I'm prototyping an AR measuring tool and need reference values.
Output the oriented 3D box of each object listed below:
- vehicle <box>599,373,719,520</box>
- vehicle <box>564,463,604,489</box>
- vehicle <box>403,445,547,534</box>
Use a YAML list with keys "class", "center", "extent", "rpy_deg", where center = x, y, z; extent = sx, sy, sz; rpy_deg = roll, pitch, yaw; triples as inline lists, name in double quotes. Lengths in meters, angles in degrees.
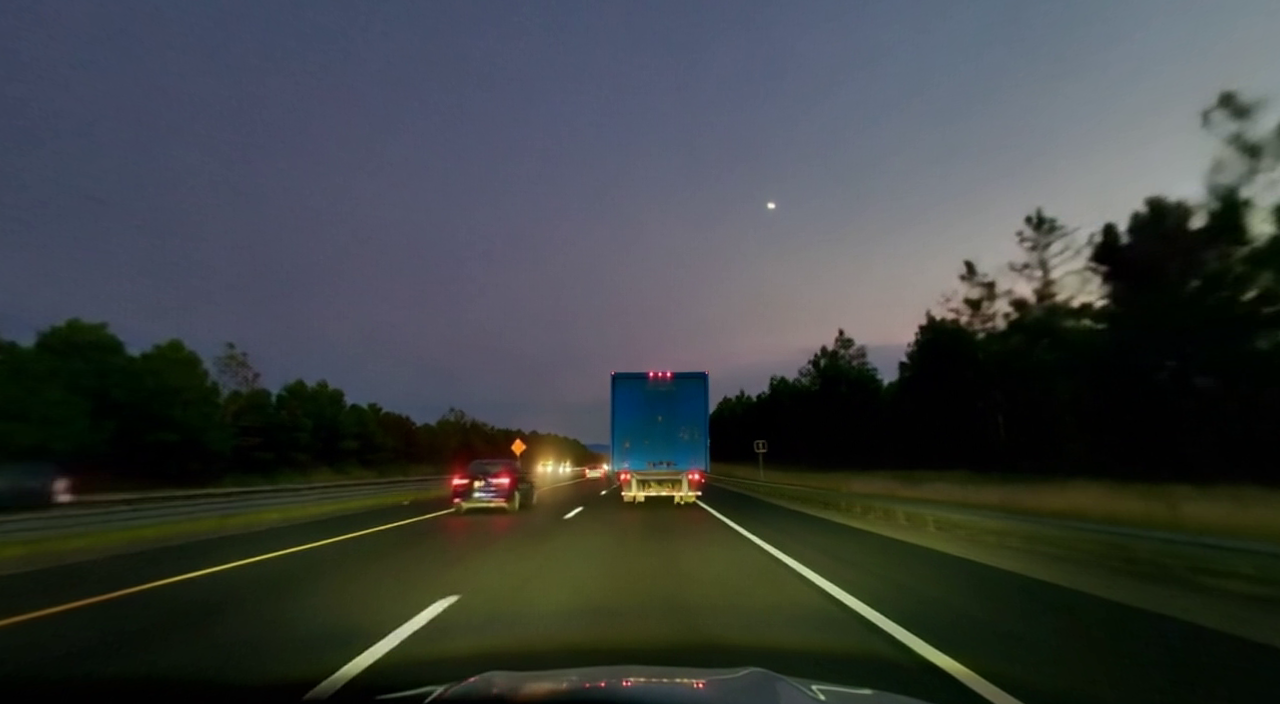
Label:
- class: "vehicle"
  center: [0.436, 3.246, 20.765]
  extent: [3.008, 3.678, 9.512]
  rpy_deg: [1, -10, -1]
- class: "vehicle"
  center: [-3.507, 7.900, 40.372]
  extent: [2.079, 1.506, 4.821]
  rpy_deg: [0, -10, 1]
- class: "vehicle"
  center: [-3.582, 3.123, 14.681]
  extent: [2.076, 1.691, 4.555]
  rpy_deg: [1, -10, 0]
